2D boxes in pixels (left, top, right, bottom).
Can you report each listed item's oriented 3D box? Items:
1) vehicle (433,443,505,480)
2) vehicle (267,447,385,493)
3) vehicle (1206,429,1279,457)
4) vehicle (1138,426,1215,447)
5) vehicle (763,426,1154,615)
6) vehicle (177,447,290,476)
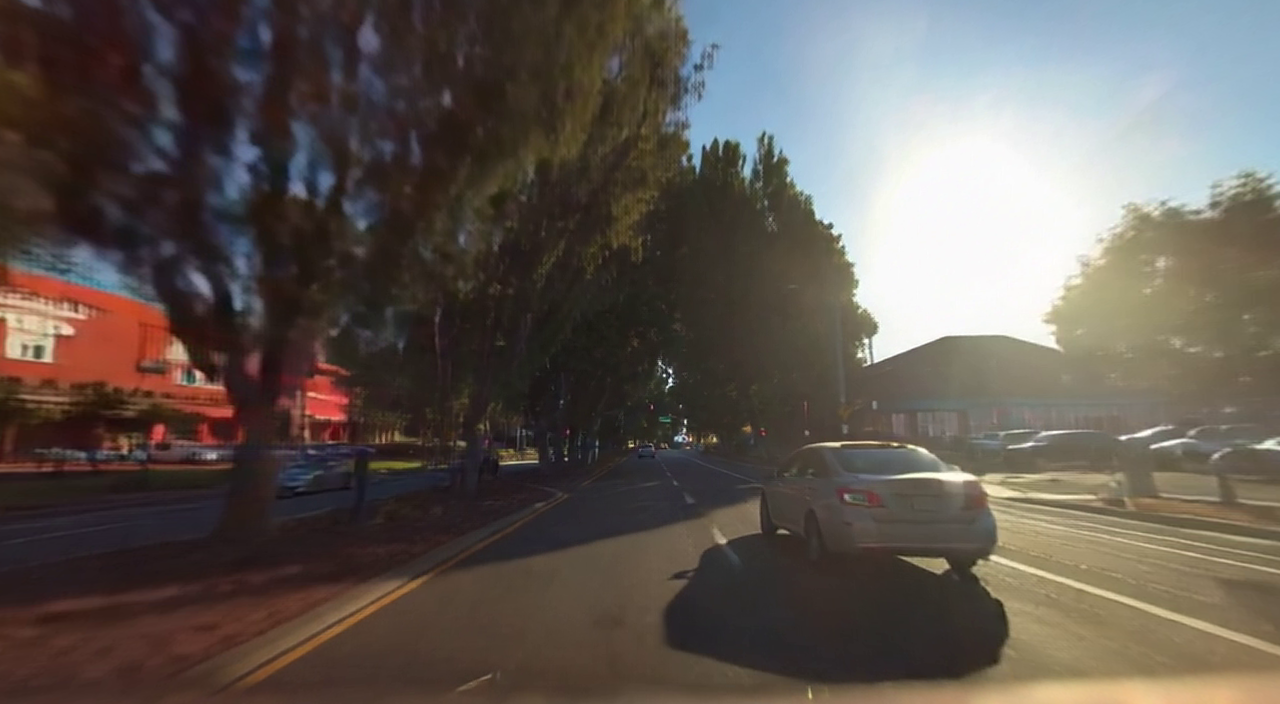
[{"bbox_3d":[-7.683,4.944,28.759,1.904,1.501,4.313,-1,-9,2],"label":"vehicle"},{"bbox_3d":[-11.430,4.300,23.355,1.938,1.487,4.623,0,-8,1],"label":"vehicle"},{"bbox_3d":[34.191,4.993,34.505,1.988,1.455,4.878,0,-8,3],"label":"vehicle"},{"bbox_3d":[39.298,6.235,46.319,1.800,1.432,4.691,-1,-8,4],"label":"vehicle"},{"bbox_3d":[3.002,1.690,7.420,2.091,1.472,4.697,0,-8,-1],"label":"vehicle"},{"bbox_3d":[-23.189,6.245,36.101,4.980,1.521,2.089,0,-8,0],"label":"vehicle"}]
